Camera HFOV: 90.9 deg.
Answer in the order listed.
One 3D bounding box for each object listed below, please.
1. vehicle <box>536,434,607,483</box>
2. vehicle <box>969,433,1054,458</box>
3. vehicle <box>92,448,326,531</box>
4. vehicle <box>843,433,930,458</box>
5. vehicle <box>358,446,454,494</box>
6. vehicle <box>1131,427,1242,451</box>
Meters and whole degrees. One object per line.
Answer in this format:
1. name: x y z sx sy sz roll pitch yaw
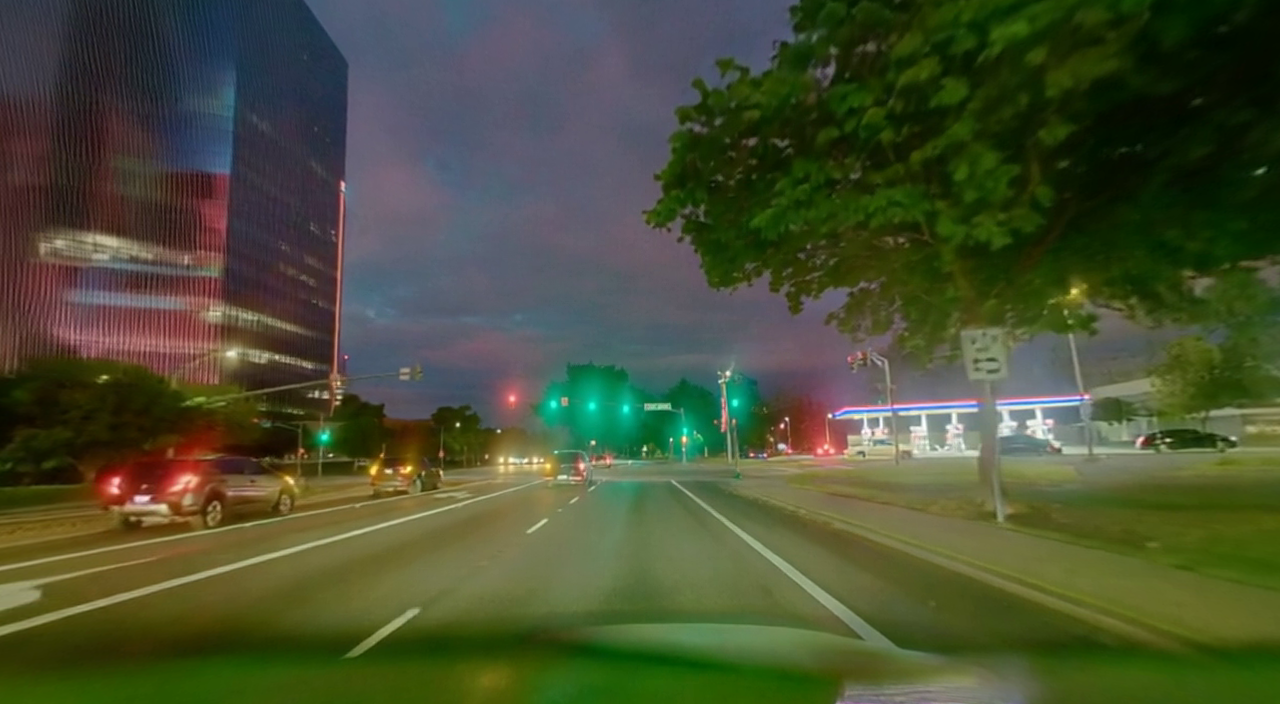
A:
1. vehicle: -3.153 5.110 30.592 2.602 2.091 6.347 -1 -8 2
2. vehicle: 25.580 6.468 43.610 4.700 1.579 1.823 -4 -9 19
3. vehicle: -9.460 3.000 14.485 1.965 1.541 4.718 -1 -8 1
4. vehicle: 18.060 6.869 46.214 5.708 1.585 2.070 -4 -6 24
5. vehicle: -9.148 4.615 25.116 2.068 1.659 4.509 -1 -8 1
6. vehicle: 34.905 5.594 40.431 4.849 1.399 2.057 -2 -9 17
